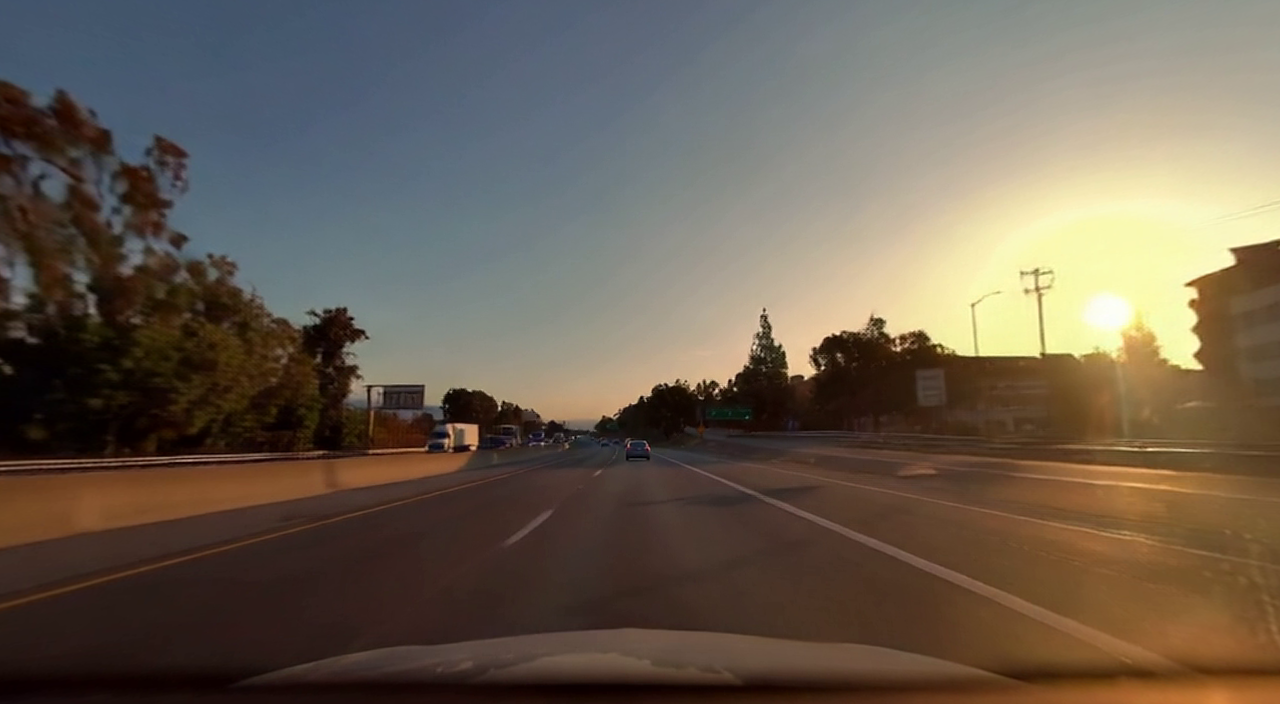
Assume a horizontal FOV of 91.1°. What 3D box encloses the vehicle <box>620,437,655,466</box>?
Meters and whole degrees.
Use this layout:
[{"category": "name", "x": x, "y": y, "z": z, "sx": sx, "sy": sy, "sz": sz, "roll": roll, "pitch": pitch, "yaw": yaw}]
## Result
[{"category": "vehicle", "x": -0.184, "y": 6.028, "z": 38.322, "sx": 2.029, "sy": 1.666, "sz": 4.064, "roll": 0, "pitch": -8, "yaw": -1}]
